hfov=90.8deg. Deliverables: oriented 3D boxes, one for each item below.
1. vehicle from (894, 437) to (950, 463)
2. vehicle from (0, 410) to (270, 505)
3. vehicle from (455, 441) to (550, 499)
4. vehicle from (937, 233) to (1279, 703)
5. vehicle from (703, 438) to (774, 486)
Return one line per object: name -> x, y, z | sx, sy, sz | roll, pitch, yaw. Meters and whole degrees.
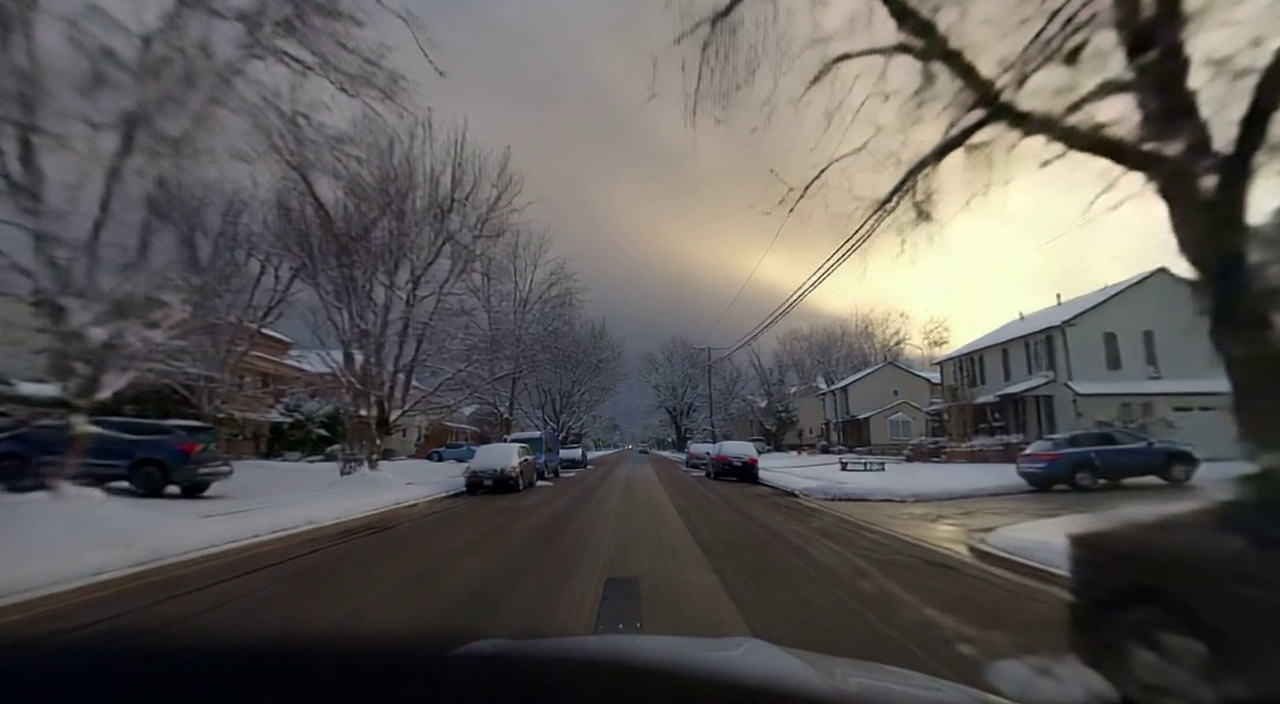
vehicle -> 19.450, 6.786, 43.793 | 2.086, 1.658, 4.154 | 0, -9, 2
vehicle -> -12.490, 2.462, 15.009 | 5.716, 2.001, 2.535 | 1, -8, 0
vehicle -> -4.575, 3.962, 21.800 | 2.116, 1.659, 4.832 | -2, -8, 1
vehicle -> 3.597, 0.540, 1.241 | 2.744, 2.152, 6.605 | 1, -9, -1
vehicle -> 4.126, 4.743, 27.578 | 2.152, 1.810, 5.846 | 1, -9, 0
